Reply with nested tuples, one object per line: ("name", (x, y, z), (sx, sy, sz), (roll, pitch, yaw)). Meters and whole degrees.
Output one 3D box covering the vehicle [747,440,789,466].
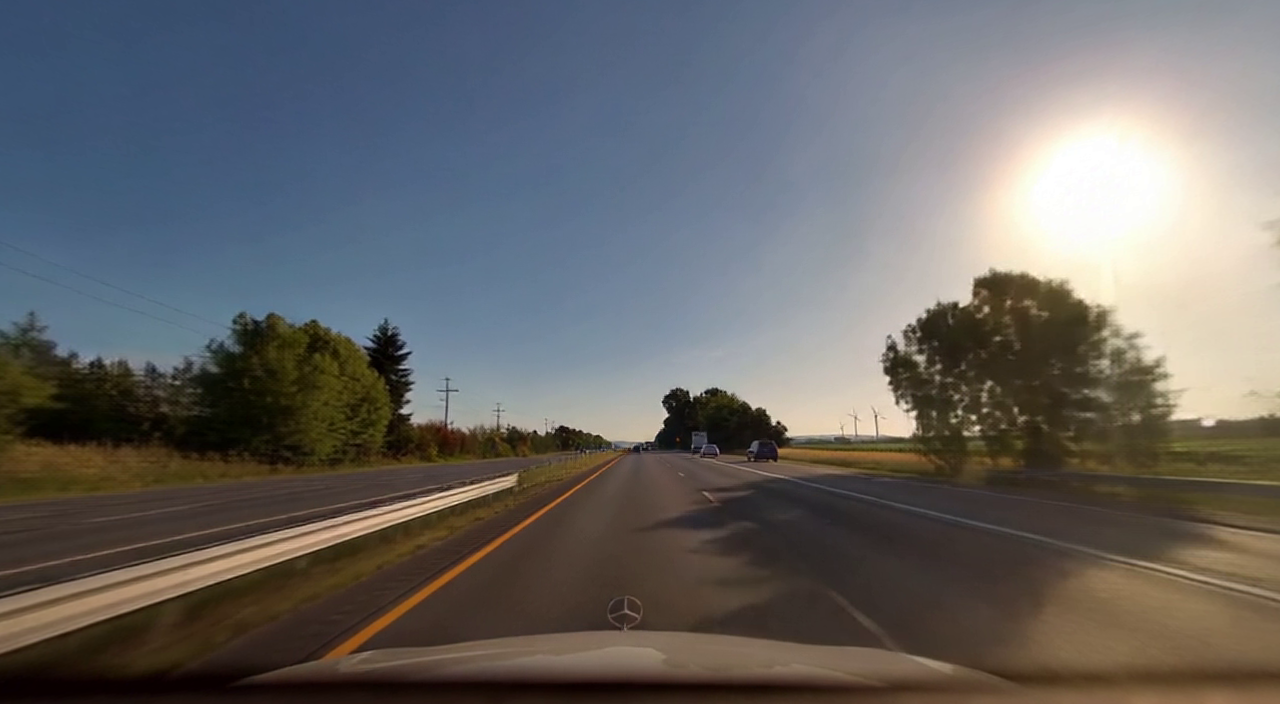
("vehicle", (8.791, 7.006, 43.702), (1.897, 1.669, 4.825), (1, -9, 0))
